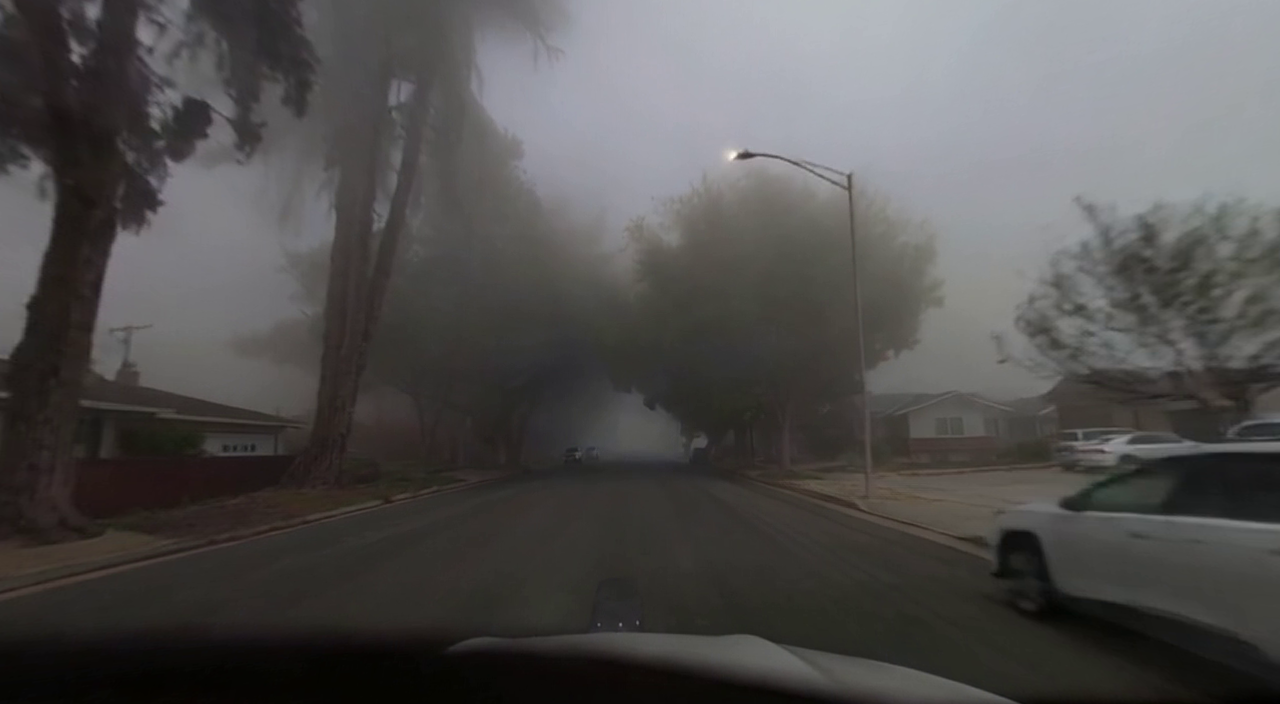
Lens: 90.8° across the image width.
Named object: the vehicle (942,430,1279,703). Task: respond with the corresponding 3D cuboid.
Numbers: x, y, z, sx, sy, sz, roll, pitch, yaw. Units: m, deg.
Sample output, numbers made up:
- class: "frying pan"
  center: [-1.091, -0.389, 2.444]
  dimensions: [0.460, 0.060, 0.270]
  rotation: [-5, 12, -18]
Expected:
- class: "vehicle"
  center: [3.824, 1.209, 3.586]
  dimensions: [2.013, 1.473, 4.329]
  rotation: [0, -9, -1]
